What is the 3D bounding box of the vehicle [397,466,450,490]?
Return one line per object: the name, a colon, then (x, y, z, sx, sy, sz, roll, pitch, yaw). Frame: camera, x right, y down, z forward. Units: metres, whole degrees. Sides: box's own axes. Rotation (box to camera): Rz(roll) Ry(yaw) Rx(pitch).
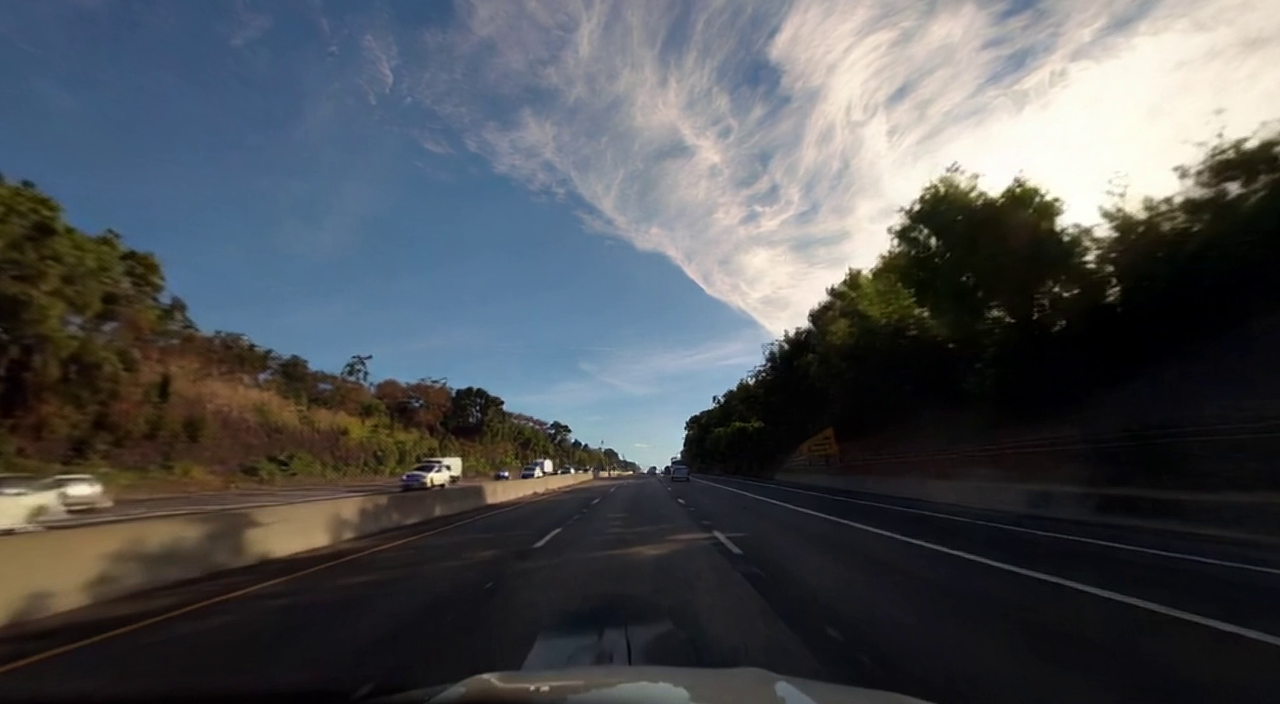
vehicle: (-14.429, 8.412, 42.305, 1.795, 1.496, 4.754, 1, -10, 1)
